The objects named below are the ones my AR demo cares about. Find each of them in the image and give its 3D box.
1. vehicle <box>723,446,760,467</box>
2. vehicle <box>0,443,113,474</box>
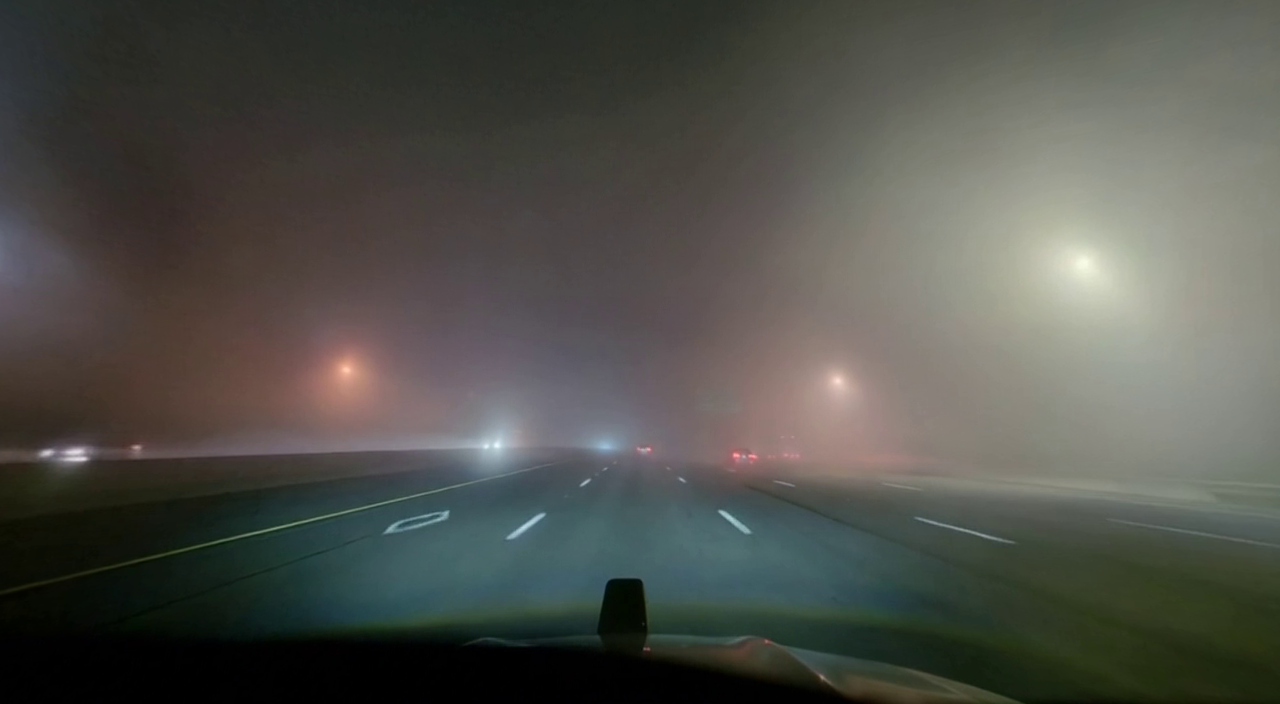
[{"bbox_3d":[7.691,7.947,48.106,2.056,1.465,4.304,0,-8,-1],"label":"vehicle"},{"bbox_3d":[-28.882,5.232,31.167,1.782,1.430,4.357,0,-8,0],"label":"vehicle"}]
